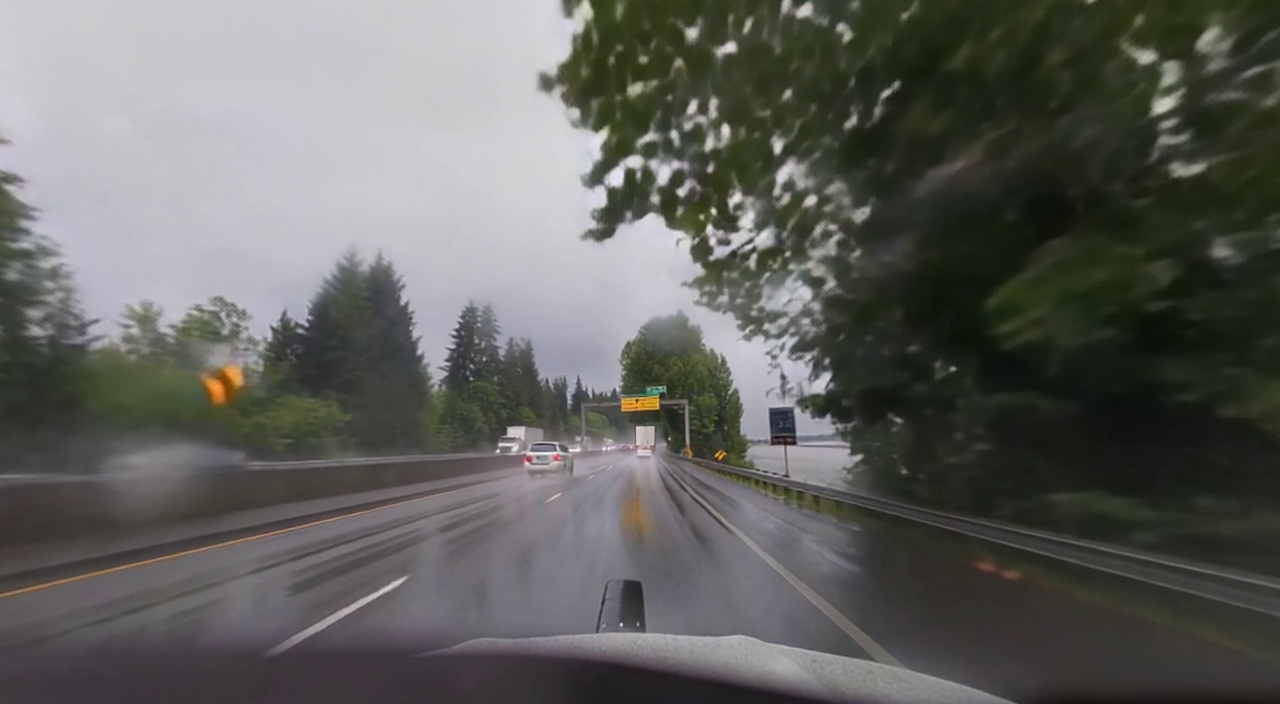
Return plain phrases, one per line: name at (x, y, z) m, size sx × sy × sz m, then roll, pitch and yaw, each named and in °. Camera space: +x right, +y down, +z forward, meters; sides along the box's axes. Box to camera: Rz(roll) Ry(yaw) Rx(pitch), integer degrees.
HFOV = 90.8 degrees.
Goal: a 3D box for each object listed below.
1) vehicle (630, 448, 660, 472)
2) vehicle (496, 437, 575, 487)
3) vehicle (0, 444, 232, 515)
vehicle at (0.309, 6.966, 40.866) m, size 1.853 × 1.436 × 3.438 m, roll 0°, pitch -9°, yaw 0°
vehicle at (-3.867, 4.189, 24.276) m, size 2.097 × 1.722 × 4.808 m, roll 0°, pitch -9°, yaw 1°
vehicle at (-12.357, 2.987, 15.322) m, size 1.888 × 1.453 × 4.428 m, roll 0°, pitch -9°, yaw 1°
